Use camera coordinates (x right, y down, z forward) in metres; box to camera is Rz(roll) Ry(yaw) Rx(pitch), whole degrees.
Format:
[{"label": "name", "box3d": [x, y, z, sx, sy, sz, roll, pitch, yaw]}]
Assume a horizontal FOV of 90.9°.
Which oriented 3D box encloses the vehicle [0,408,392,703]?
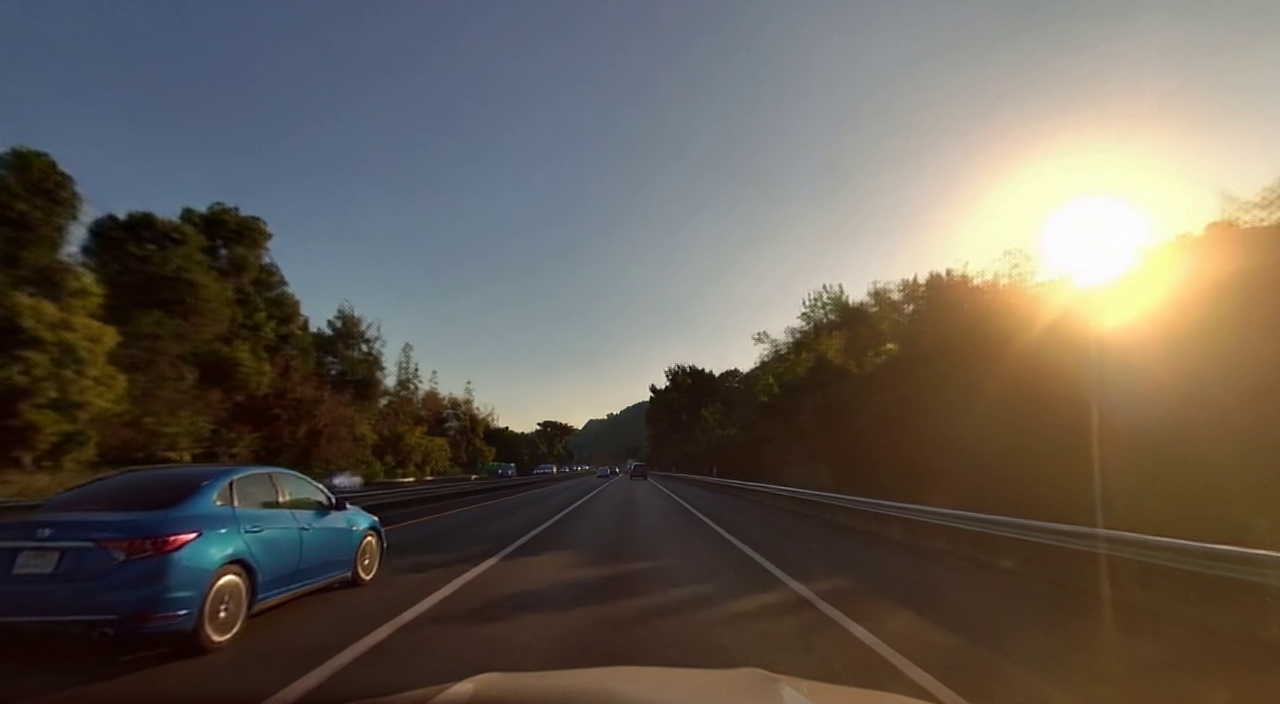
[{"label": "vehicle", "box3d": [-3.735, 1.366, 4.806, 2.017, 1.516, 4.041, 1, -11, 0]}]
